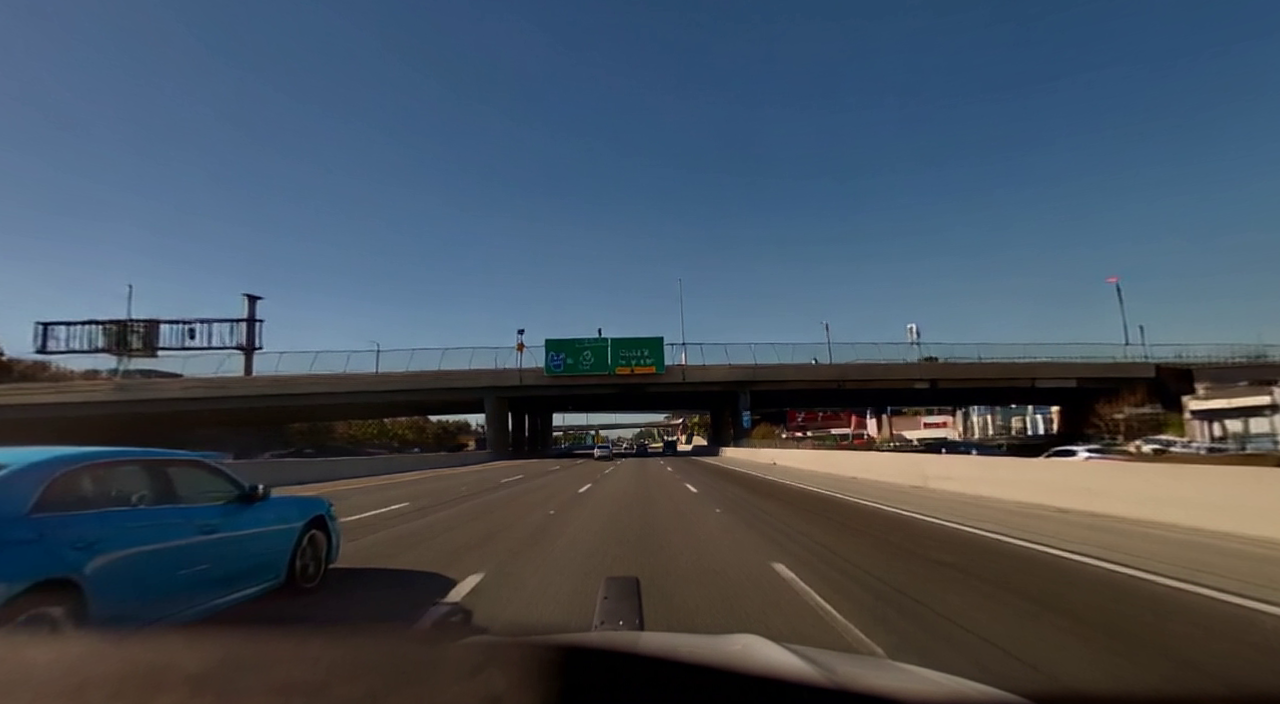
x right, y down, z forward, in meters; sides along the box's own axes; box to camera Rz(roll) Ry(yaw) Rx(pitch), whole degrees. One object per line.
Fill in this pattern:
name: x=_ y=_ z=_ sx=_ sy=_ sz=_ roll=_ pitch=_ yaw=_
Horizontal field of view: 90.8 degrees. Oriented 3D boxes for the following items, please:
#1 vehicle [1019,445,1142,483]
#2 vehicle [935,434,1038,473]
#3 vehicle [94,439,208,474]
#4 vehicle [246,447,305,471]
vehicle: x=18.332 y=4.643 z=26.606 sx=1.858 sy=1.432 sz=4.563 roll=0 pitch=-8 yaw=0
vehicle: x=18.455 y=5.436 z=34.115 sx=2.128 sy=1.915 sz=5.821 roll=0 pitch=-8 yaw=-2
vehicle: x=-29.709 y=6.334 z=38.695 sx=2.271 sy=1.986 sz=5.762 roll=0 pitch=-8 yaw=1
vehicle: x=-22.366 y=6.554 z=38.917 sx=1.498 sy=1.362 sz=3.409 roll=0 pitch=-8 yaw=1
